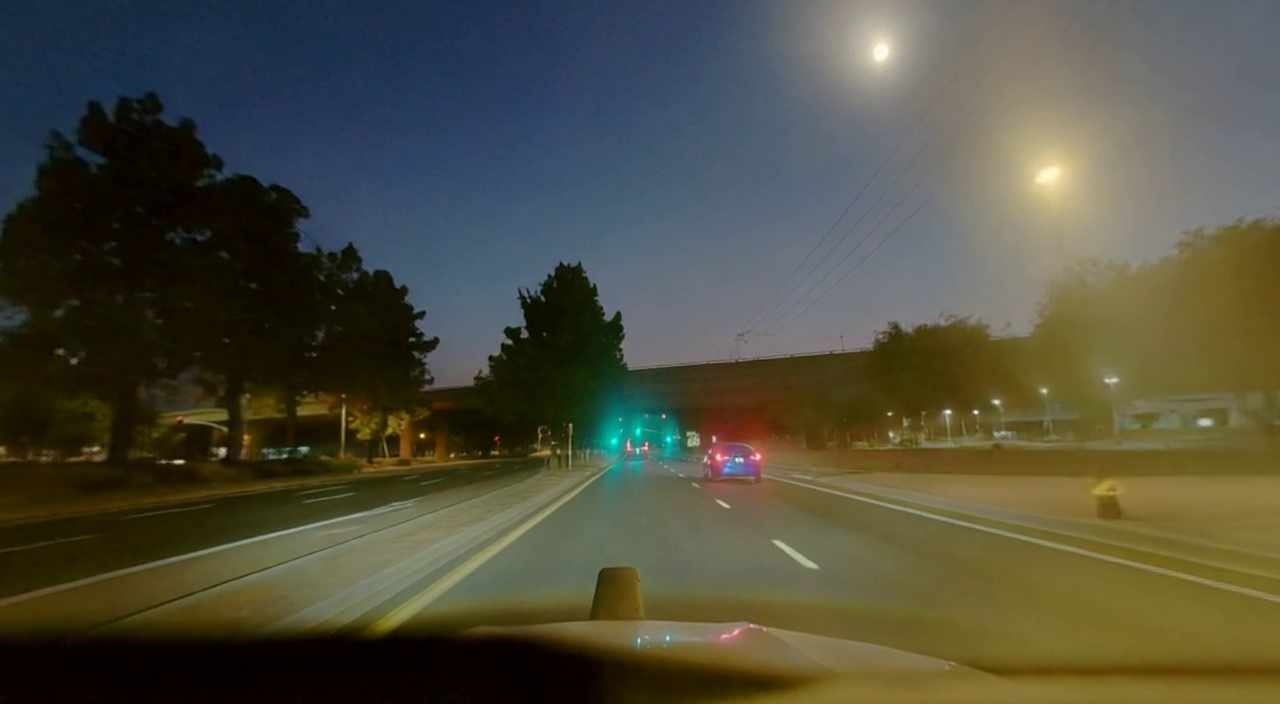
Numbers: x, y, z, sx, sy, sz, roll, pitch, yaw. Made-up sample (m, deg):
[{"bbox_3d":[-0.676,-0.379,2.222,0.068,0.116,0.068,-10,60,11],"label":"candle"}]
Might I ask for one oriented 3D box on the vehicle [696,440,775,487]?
[{"bbox_3d":[3.283,3.932,22.678,2.062,1.484,4.332,0,-8,-1],"label":"vehicle"}]
